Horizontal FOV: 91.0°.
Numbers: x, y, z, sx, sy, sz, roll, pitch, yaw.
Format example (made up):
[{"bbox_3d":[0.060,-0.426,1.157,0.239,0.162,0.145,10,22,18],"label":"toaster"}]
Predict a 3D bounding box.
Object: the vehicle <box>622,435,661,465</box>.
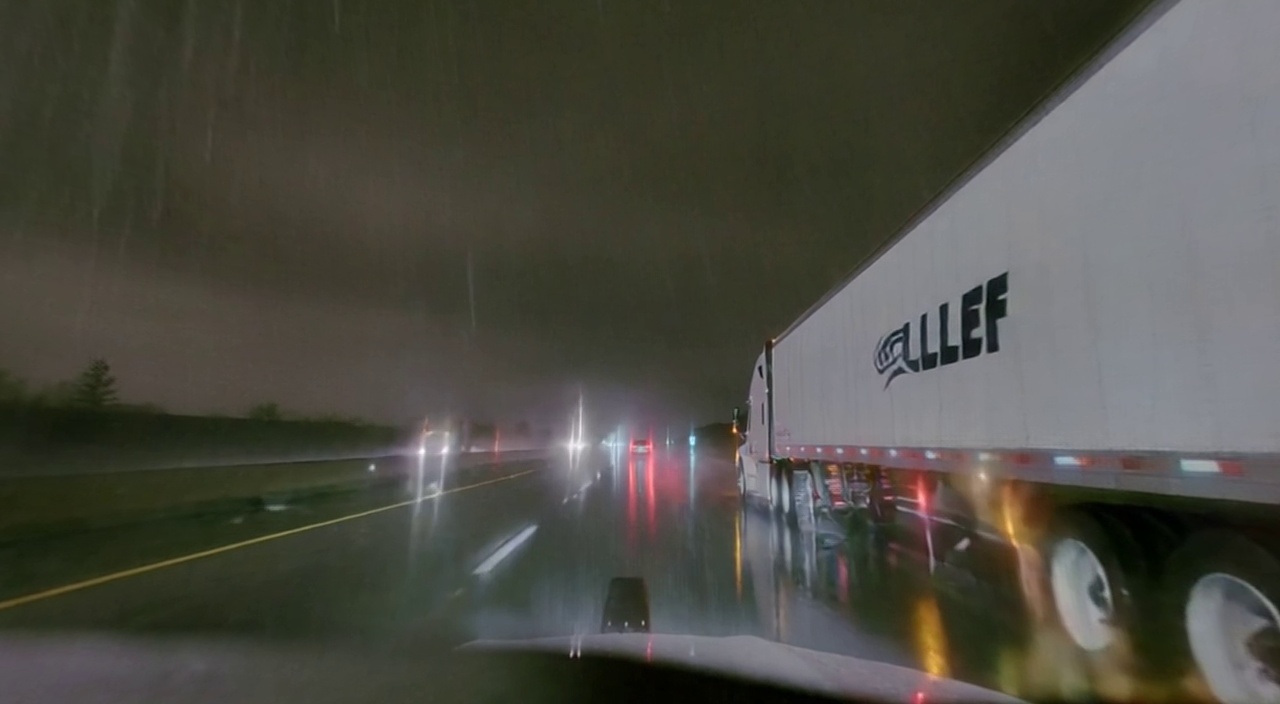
[{"bbox_3d":[0.095,5.723,36.742,2.111,1.635,4.177,0,-8,0],"label":"vehicle"}]
